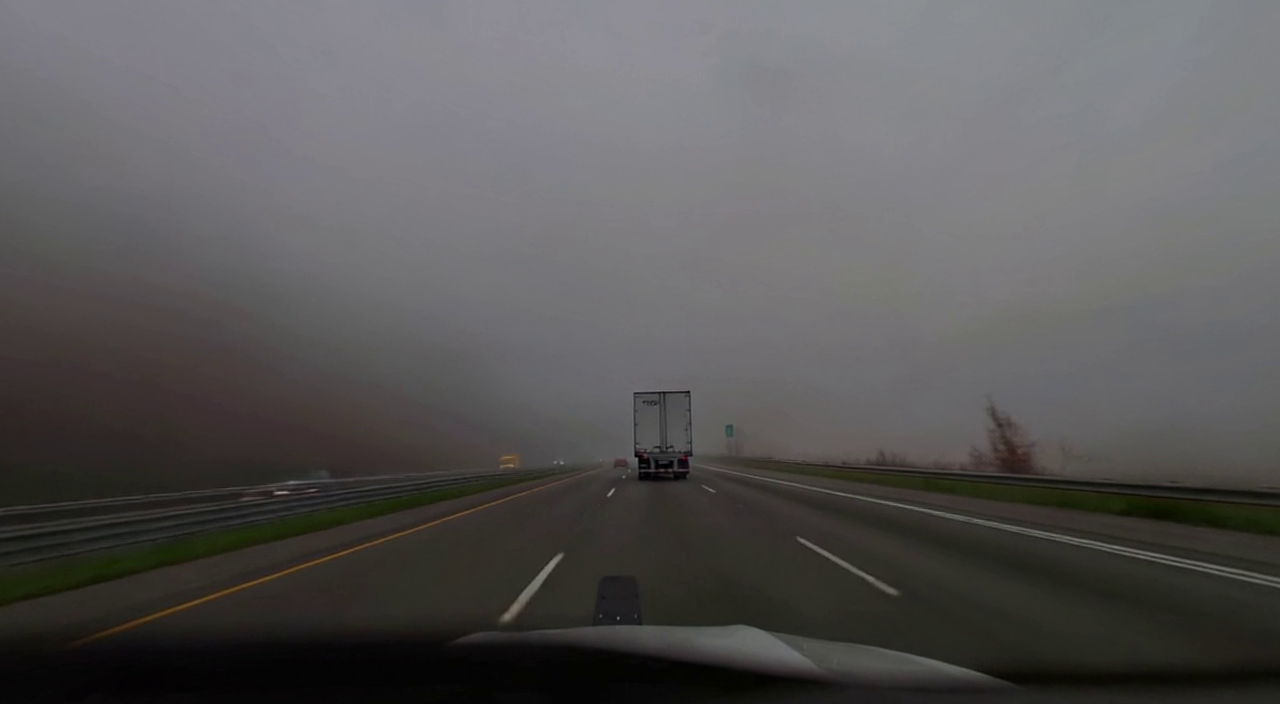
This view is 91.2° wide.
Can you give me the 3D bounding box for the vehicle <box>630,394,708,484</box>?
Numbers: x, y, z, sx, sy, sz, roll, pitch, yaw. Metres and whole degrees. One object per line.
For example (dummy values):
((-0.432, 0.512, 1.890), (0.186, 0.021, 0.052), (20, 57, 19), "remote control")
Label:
((1.482, 5.327, 37.402), (3.537, 4.071, 17.399), (0, -9, 1), "vehicle")
